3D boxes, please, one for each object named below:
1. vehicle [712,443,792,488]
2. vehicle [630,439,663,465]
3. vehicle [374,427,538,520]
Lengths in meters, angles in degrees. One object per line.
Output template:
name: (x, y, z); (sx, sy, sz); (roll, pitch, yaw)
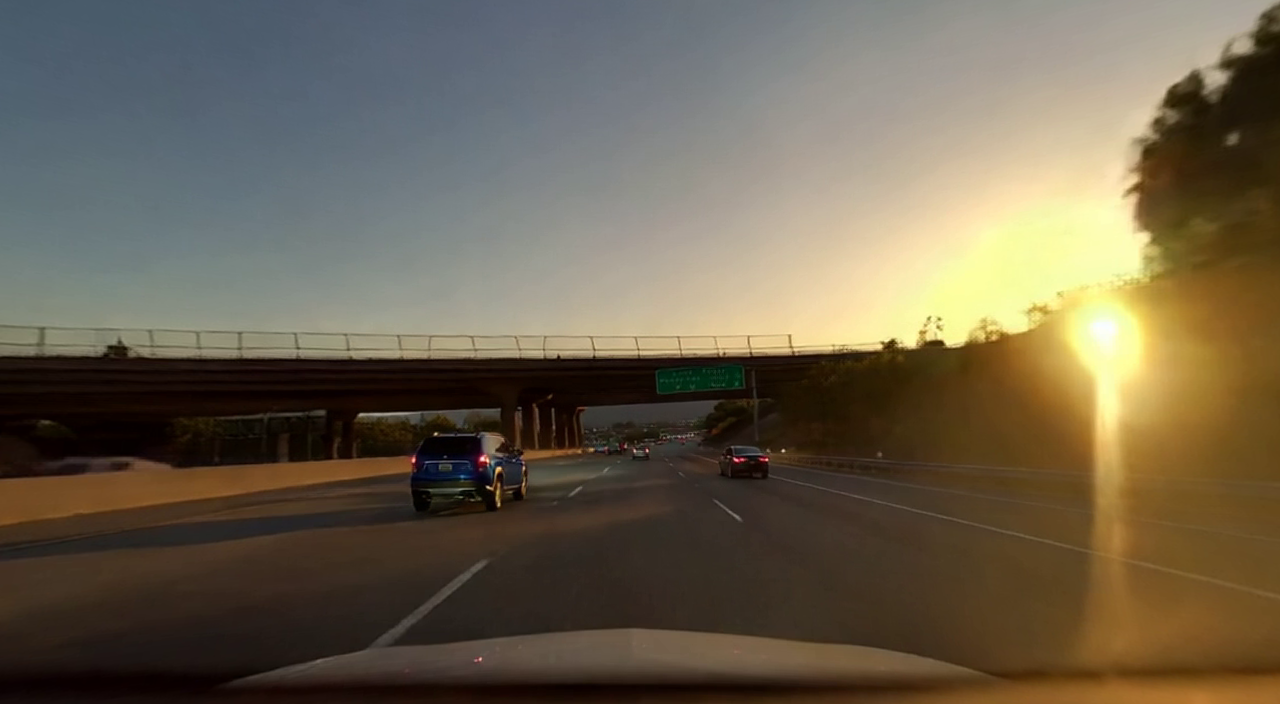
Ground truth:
vehicle: (3.915, 4.025, 22.890); (2.083, 1.453, 4.307); (0, -8, -1)
vehicle: (0.487, 7.722, 48.955); (2.428, 1.841, 4.402); (0, -8, 1)
vehicle: (-3.618, 2.469, 13.354); (2.193, 1.641, 4.077); (0, -8, 0)
